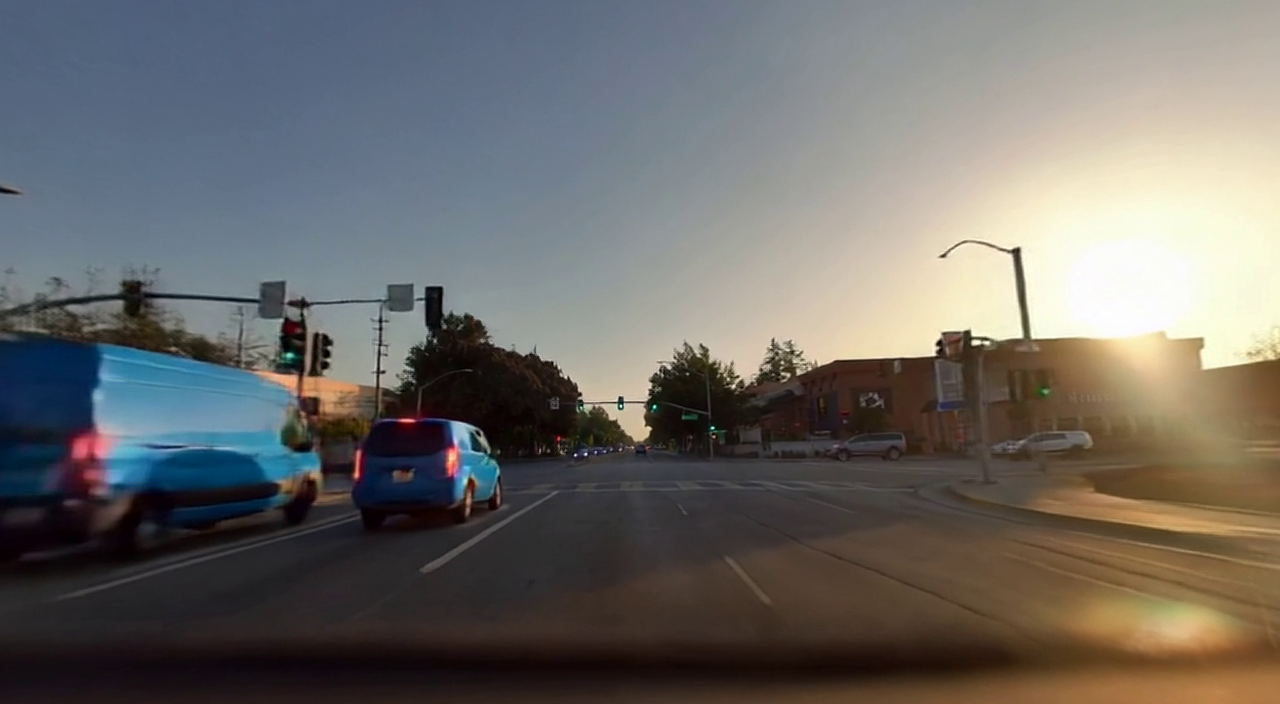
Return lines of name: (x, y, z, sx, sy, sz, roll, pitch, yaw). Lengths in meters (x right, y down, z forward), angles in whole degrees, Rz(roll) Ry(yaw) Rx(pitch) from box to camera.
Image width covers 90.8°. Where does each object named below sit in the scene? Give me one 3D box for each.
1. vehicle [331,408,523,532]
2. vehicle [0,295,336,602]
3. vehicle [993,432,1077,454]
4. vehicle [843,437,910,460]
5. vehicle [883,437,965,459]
vehicle: (-3.955, 2.322, 12.971, 2.206, 2.007, 5.190, 0, -9, -1)
vehicle: (-6.593, 1.228, 8.335, 2.405, 2.696, 5.561, 0, -9, -1)
vehicle: (28.581, 6.636, 45.784, 4.768, 1.525, 1.919, 0, -9, -1)
vehicle: (18.454, 7.536, 49.447, 4.364, 1.737, 1.967, 0, -9, -1)
vehicle: (19.346, 6.560, 43.141, 4.615, 1.474, 2.004, 0, -9, -1)
